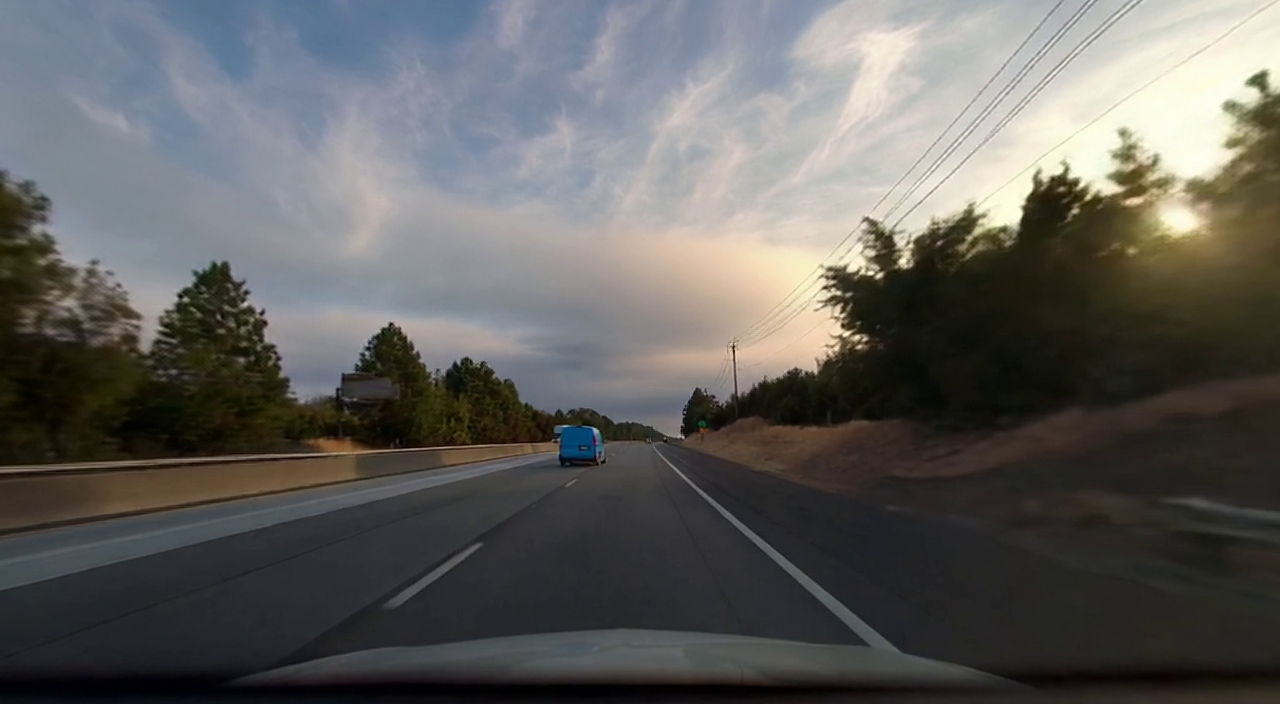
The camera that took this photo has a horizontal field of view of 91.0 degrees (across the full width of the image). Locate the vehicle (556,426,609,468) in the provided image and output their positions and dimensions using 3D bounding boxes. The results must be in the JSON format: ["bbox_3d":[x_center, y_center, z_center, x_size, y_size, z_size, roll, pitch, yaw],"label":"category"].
[{"bbox_3d":[-2.656,4.531,30.187,2.041,1.856,4.353,0,-8,1],"label":"vehicle"}]
